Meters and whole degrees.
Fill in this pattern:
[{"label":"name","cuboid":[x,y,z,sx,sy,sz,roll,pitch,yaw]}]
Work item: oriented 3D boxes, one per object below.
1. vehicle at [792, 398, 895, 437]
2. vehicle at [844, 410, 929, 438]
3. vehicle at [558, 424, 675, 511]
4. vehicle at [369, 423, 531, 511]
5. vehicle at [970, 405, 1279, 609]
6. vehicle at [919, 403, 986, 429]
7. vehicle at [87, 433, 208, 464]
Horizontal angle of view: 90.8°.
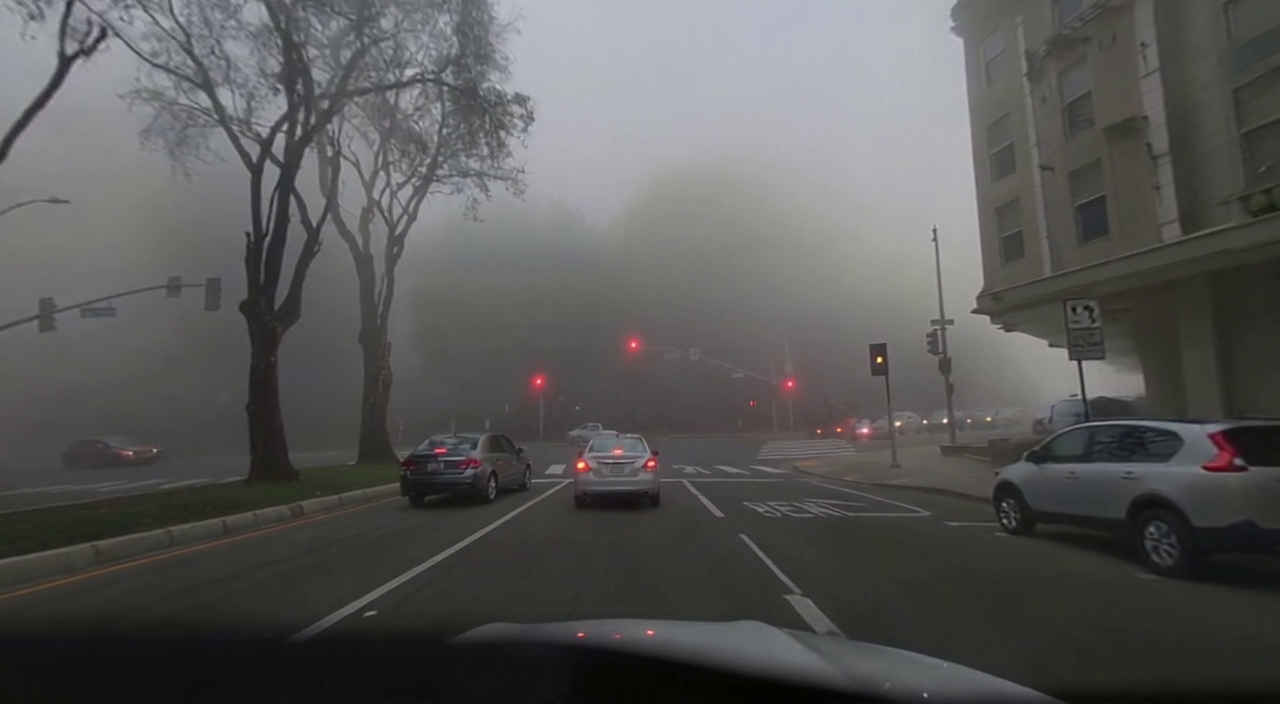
[{"label":"vehicle","cuboid":[13.816,4.490,42.892,6.541,2.480,2.259,3,-9,-19]},{"label":"vehicle","cuboid":[15.220,4.472,39.030,4.775,1.604,1.915,3,-9,-20]},{"label":"vehicle","cuboid":[-0.428,2.340,13.195,2.082,1.520,3.896,0,-8,0]},{"label":"vehicle","cuboid":[-3.693,2.331,13.249,1.934,1.522,4.464,0,-8,1]},{"label":"vehicle","cuboid":[6.229,1.634,7.617,1.904,1.705,4.510,0,-8,-2]},{"label":"vehicle","cuboid":[21.315,4.428,43.003,5.017,1.542,2.055,6,-11,-38]},{"label":"vehicle","cuboid":[-24.417,4.795,31.414,4.453,1.471,1.921,-1,-8,4]}]
